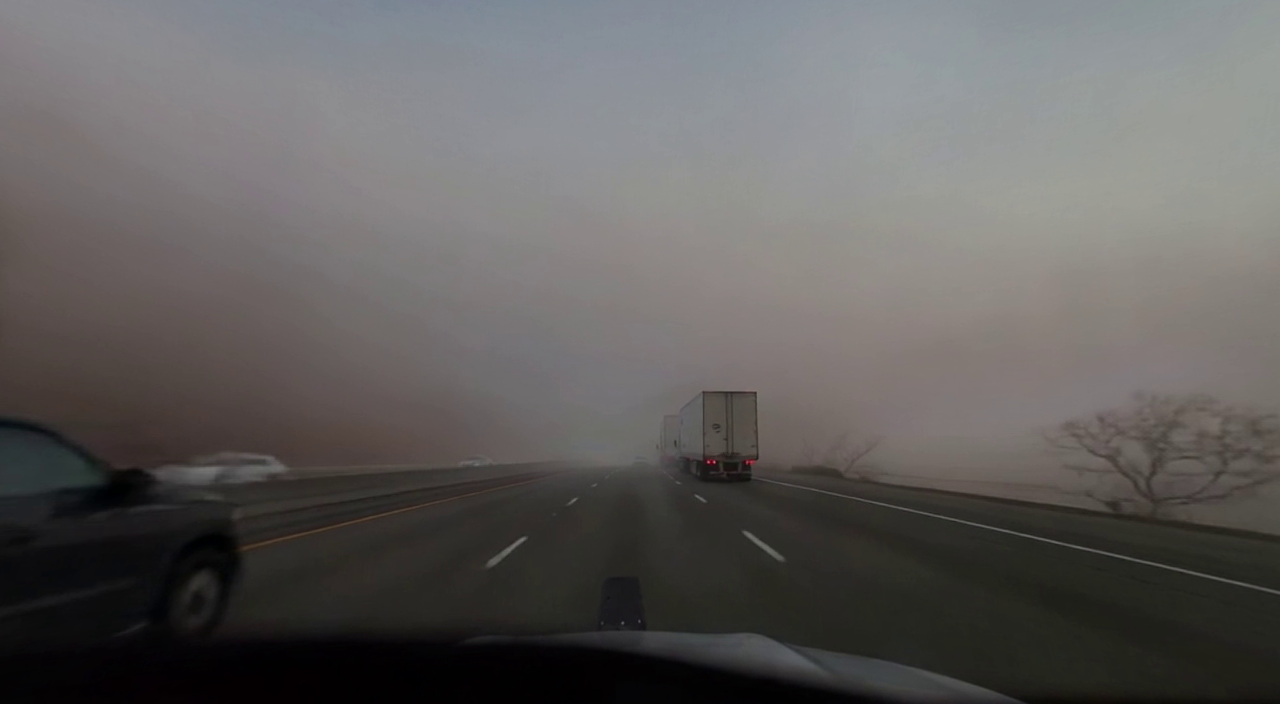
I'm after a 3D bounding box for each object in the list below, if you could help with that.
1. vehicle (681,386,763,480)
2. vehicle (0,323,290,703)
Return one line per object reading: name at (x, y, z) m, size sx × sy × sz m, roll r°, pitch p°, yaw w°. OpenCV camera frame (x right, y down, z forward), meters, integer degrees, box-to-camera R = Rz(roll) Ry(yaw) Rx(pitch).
vehicle at (4.172, 4.762, 35.726) m, size 2.826 × 4.269 × 14.176 m, roll 0°, pitch -9°, yaw 0°
vehicle at (-3.642, 0.712, 1.957) m, size 2.291 × 1.788 × 4.825 m, roll 0°, pitch -9°, yaw 0°
